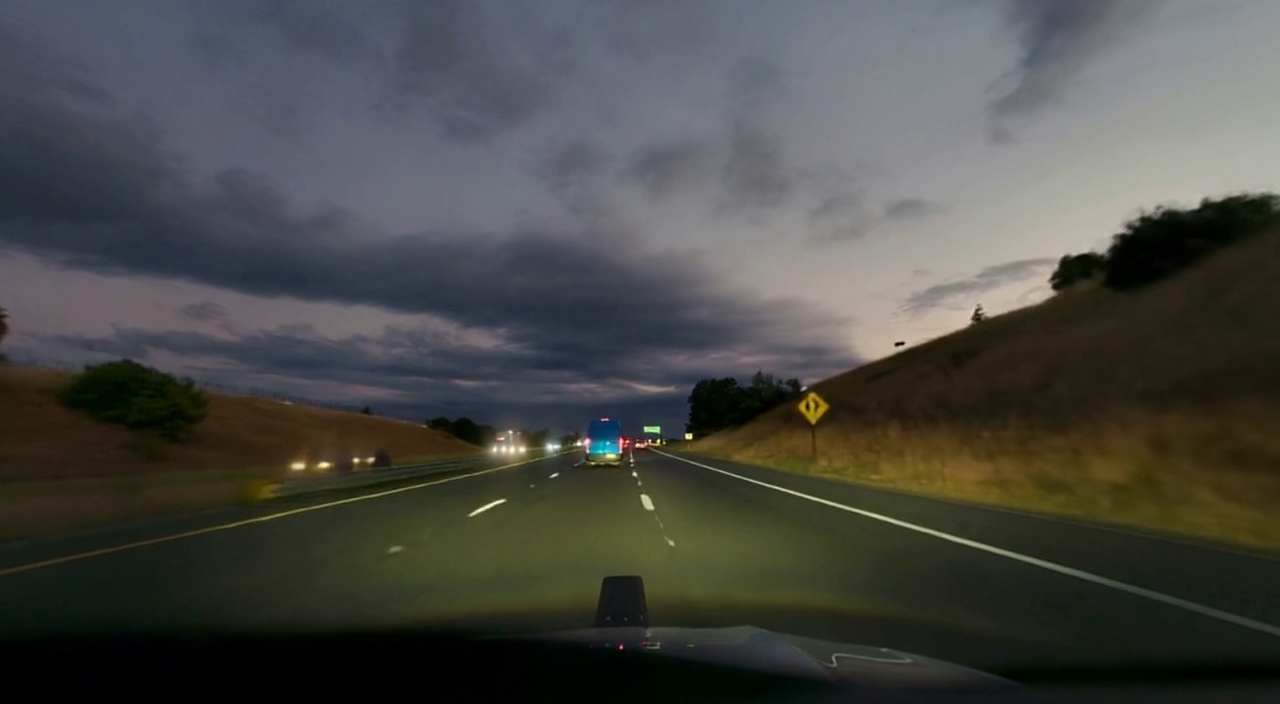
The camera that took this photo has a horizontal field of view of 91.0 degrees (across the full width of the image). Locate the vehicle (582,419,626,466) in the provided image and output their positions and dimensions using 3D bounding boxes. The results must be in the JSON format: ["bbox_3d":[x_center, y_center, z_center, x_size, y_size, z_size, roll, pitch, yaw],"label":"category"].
[{"bbox_3d":[-2.003,5.246,36.584,2.329,2.483,5.428,0,-8,-1],"label":"vehicle"}]
